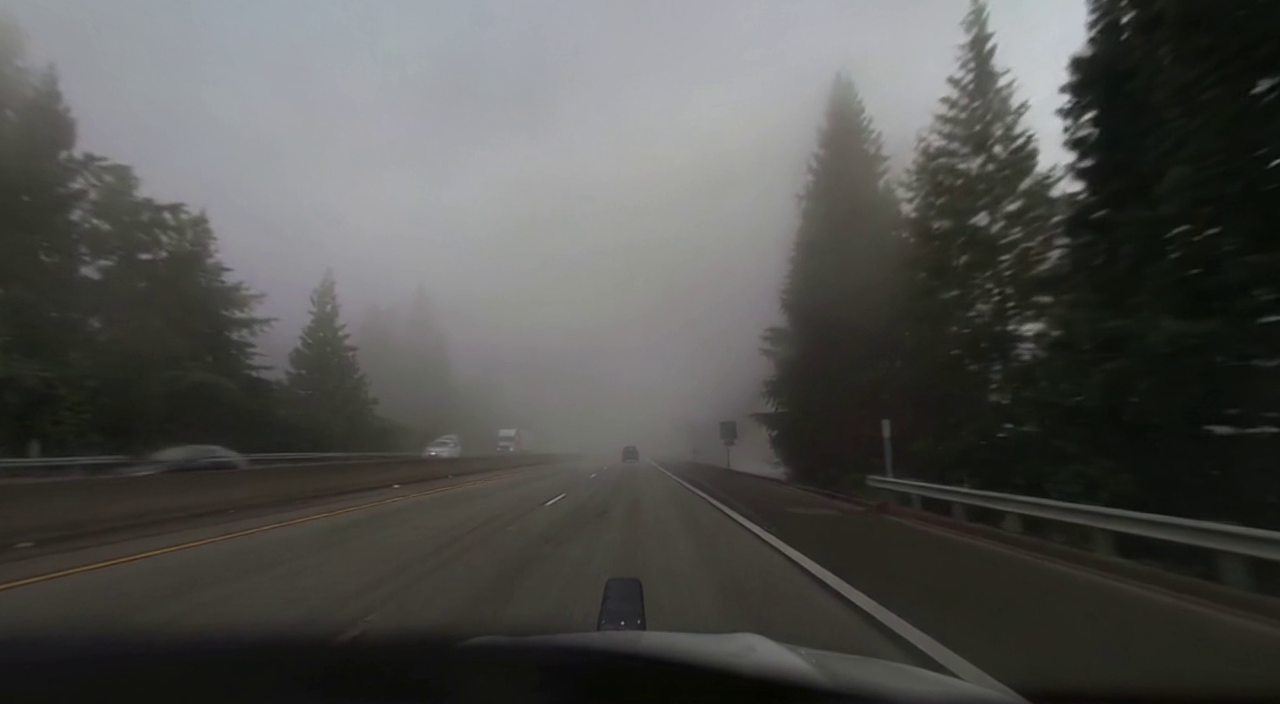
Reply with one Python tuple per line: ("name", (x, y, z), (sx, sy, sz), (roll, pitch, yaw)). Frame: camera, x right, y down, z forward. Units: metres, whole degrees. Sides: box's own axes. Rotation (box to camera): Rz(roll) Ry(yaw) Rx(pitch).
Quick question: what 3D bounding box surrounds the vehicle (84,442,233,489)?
("vehicle", (-16.501, 3.898, 21.920), (1.787, 1.456, 4.219), (0, -9, 0))
